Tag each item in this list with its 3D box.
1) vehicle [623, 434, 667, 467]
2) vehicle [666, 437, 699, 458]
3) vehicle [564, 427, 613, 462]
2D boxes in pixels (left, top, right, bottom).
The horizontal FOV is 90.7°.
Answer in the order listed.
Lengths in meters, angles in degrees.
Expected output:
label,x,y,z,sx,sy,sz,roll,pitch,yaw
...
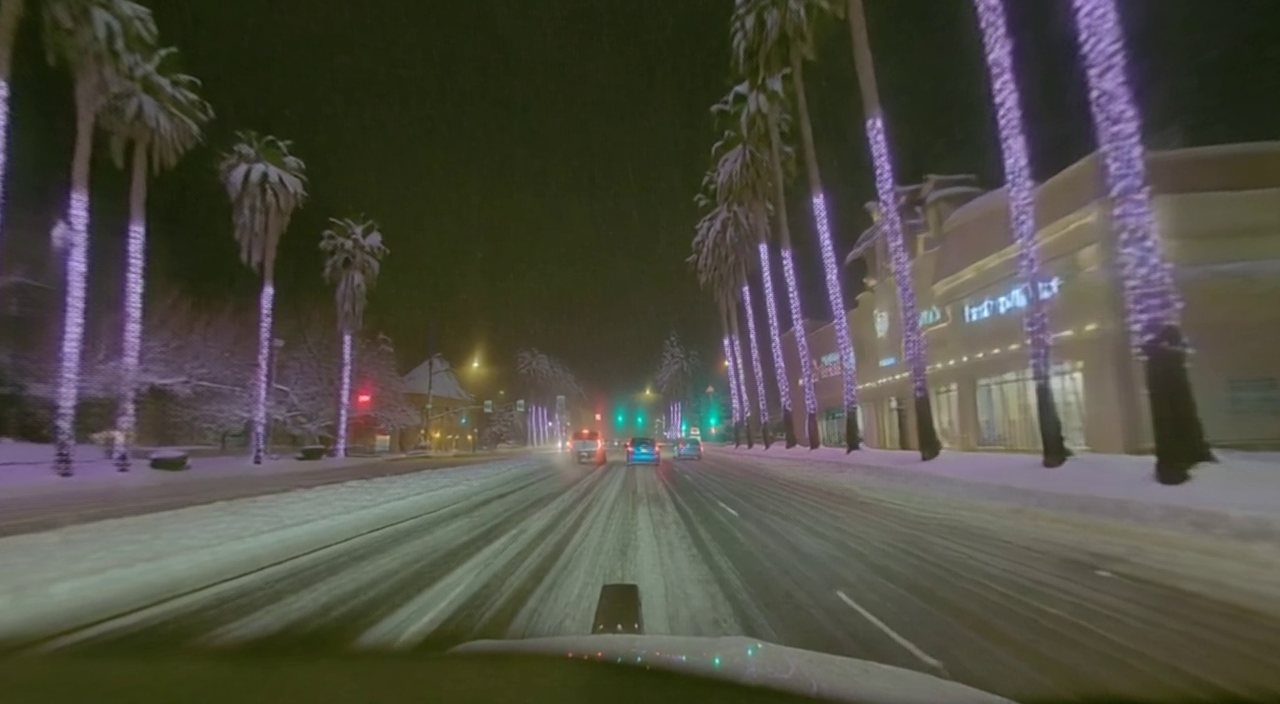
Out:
label,x,y,z,sx,sy,sz,roll,pitch,yaw
vehicle,0.233,5.199,33.647,2.160,1.615,4.117,0,-8,-1
vehicle,3.234,7.443,49.347,2.085,1.482,4.491,0,-8,-2
vehicle,-3.201,5.914,40.626,2.672,2.064,5.681,0,-8,0
